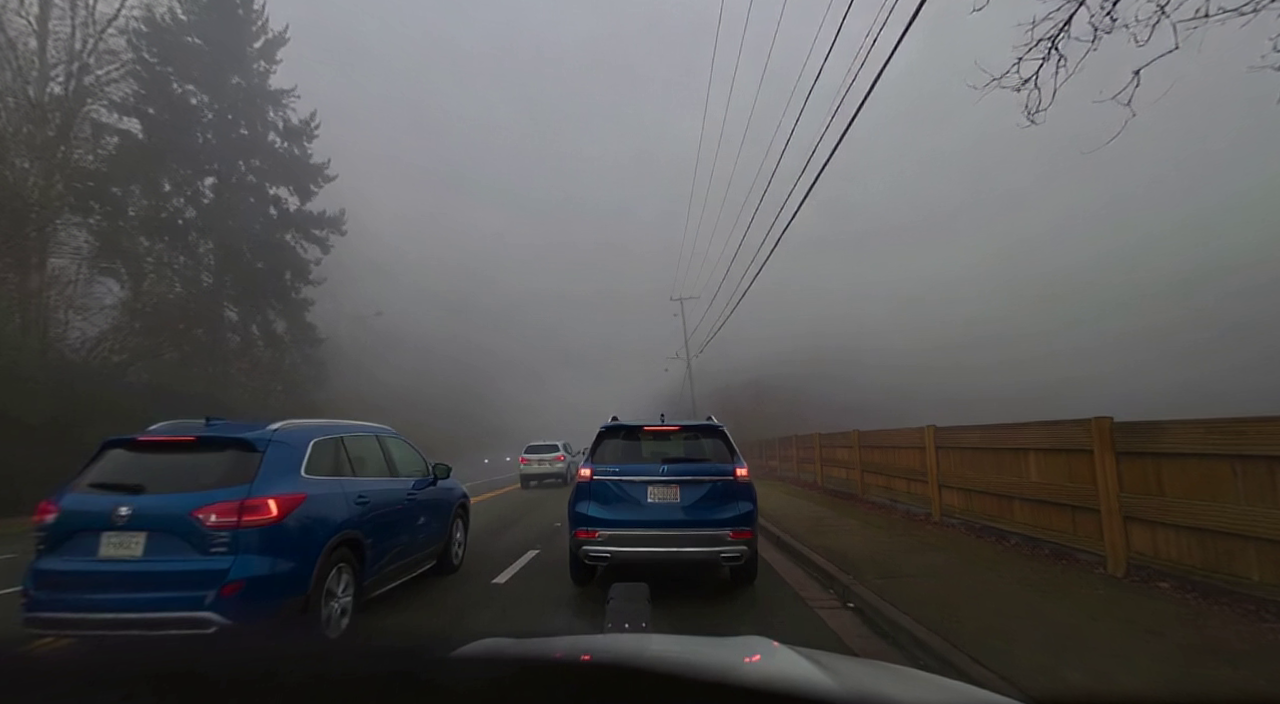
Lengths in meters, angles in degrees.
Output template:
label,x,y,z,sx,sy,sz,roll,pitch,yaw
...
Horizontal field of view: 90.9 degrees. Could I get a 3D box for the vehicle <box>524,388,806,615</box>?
label,x,y,z,sx,sy,sz,roll,pitch,yaw
vehicle,0.181,1.467,7.028,2.174,1.749,4.113,0,-9,0

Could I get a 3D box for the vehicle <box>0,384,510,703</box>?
label,x,y,z,sx,sy,sz,roll,pitch,yaw
vehicle,-2.779,1.334,5.485,2.176,1.653,4.666,0,-9,2
